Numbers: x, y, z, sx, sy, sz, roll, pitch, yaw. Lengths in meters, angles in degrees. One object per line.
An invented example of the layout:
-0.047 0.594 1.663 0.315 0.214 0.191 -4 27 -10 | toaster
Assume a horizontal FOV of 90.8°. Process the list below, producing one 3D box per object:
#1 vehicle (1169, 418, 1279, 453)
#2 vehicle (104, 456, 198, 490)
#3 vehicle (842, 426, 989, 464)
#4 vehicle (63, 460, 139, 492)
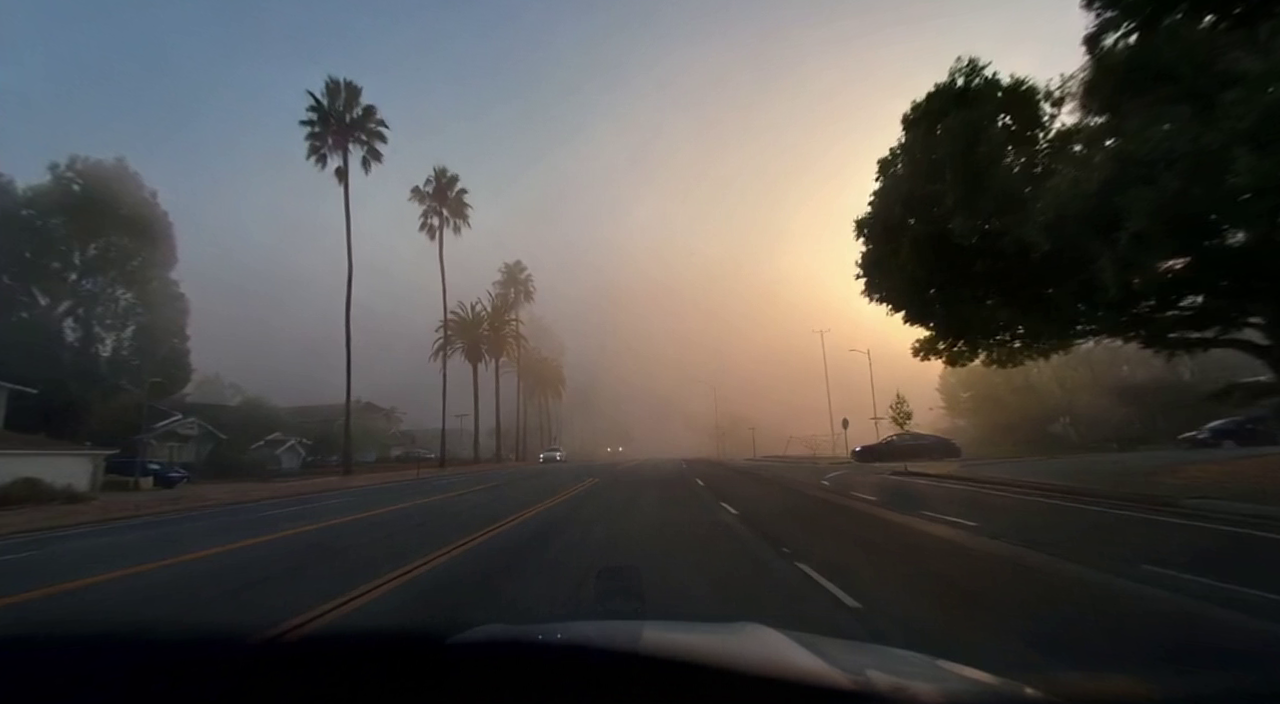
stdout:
31.063 4.374 32.903 5.062 1.742 1.976 -1 -9 3 | vehicle
-29.833 7.298 38.511 5.477 1.876 2.389 -5 -11 29 | vehicle
13.211 4.524 30.665 5.981 1.680 2.327 -1 -9 4 | vehicle
-30.354 6.918 35.546 4.255 1.647 2.004 -6 -11 34 | vehicle
